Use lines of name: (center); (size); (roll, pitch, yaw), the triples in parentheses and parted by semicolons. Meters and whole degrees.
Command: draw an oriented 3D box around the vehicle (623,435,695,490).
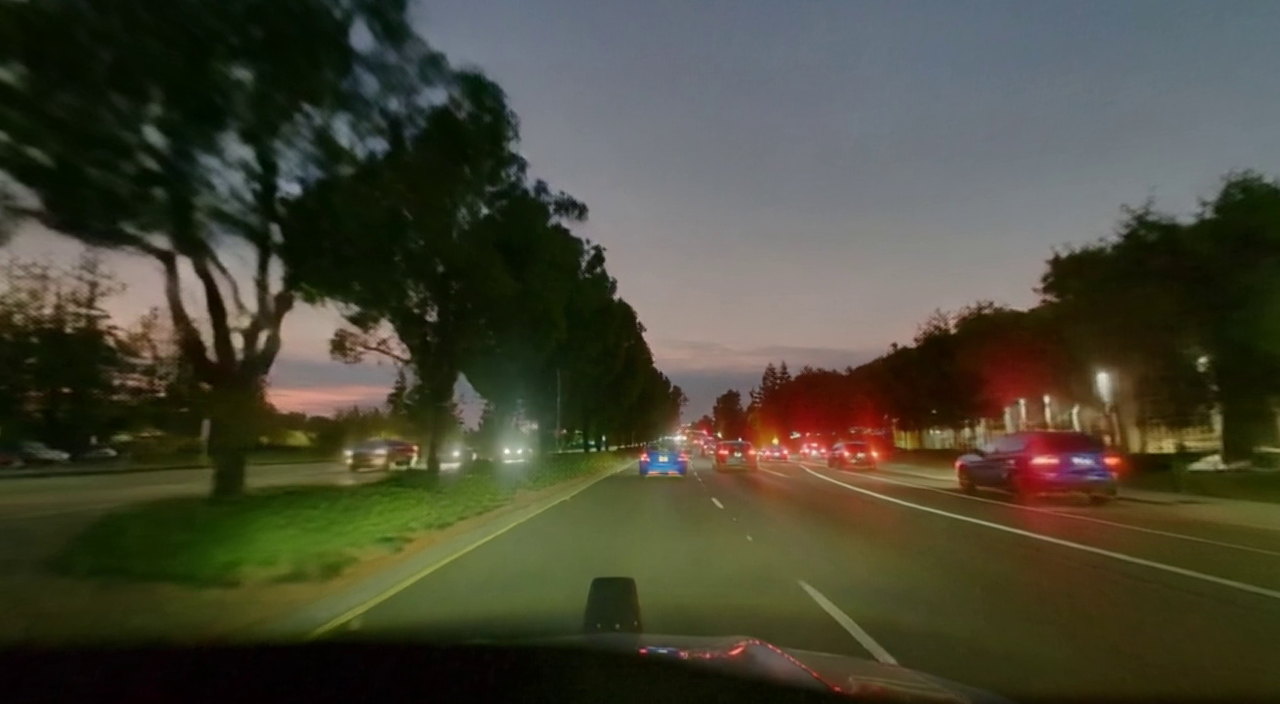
vehicle: (0.647, 3.618, 20.954); (2.145, 1.603, 4.369); (0, -8, 2)

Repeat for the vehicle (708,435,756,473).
vehicle: (4.710, 5.296, 32.803); (1.976, 1.796, 4.159); (0, -9, 2)

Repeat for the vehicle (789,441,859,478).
vehicle: (8.153, 4.797, 28.316); (1.928, 1.488, 4.361); (0, -9, 2)

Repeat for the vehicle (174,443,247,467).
vehicle: (-32.760, 7.815, 48.026); (4.949, 1.714, 1.936); (-3, -9, 20)

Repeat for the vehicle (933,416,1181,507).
vehicle: (11.269, 3.053, 18.063); (2.493, 2.084, 6.892); (0, -9, 1)

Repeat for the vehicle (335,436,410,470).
vehicle: (-12.669, 4.807, 30.058); (1.785, 1.503, 3.885); (0, -9, 2)
